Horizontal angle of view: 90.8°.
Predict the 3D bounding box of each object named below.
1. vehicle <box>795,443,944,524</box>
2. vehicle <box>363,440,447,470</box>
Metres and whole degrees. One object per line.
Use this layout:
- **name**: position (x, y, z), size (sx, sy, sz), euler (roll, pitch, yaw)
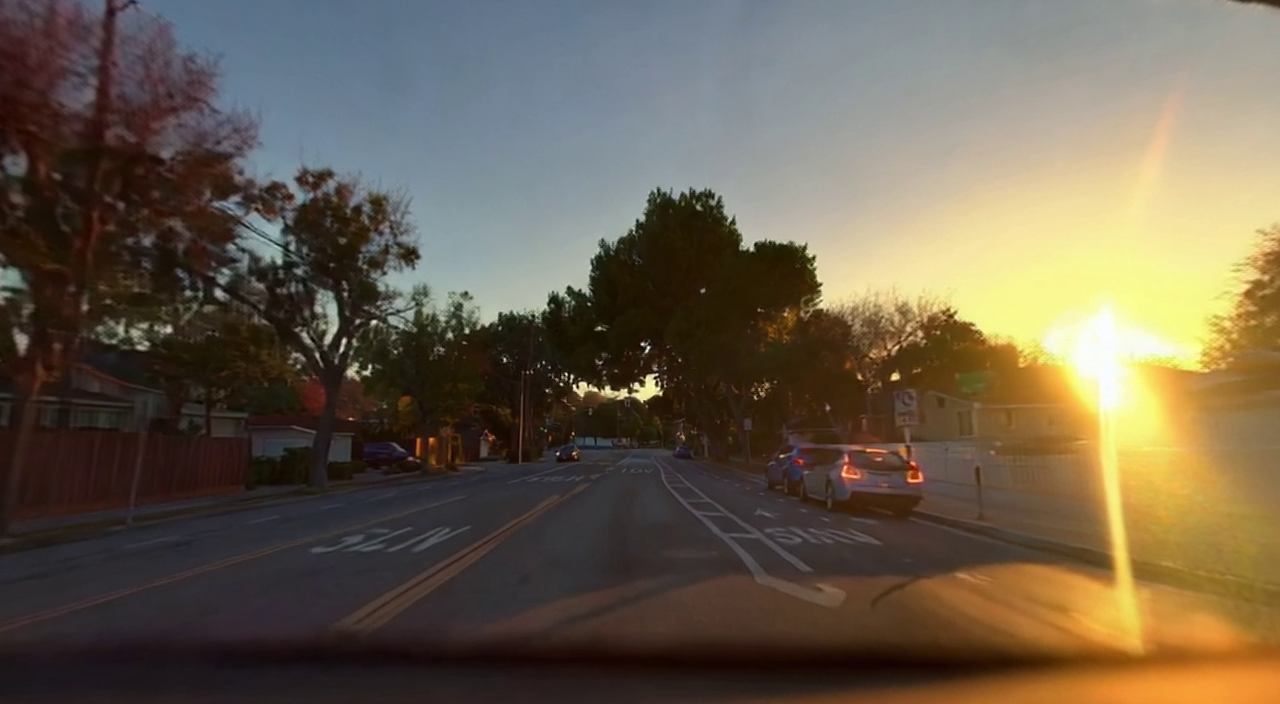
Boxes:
- **vehicle**: position (5.168, 2.974, 14.961), size (1.891, 1.611, 4.269), euler (0, -8, 0)
- **vehicle**: position (-16.216, 7.093, 43.593), size (5.125, 1.941, 2.086), euler (4, -9, -26)
